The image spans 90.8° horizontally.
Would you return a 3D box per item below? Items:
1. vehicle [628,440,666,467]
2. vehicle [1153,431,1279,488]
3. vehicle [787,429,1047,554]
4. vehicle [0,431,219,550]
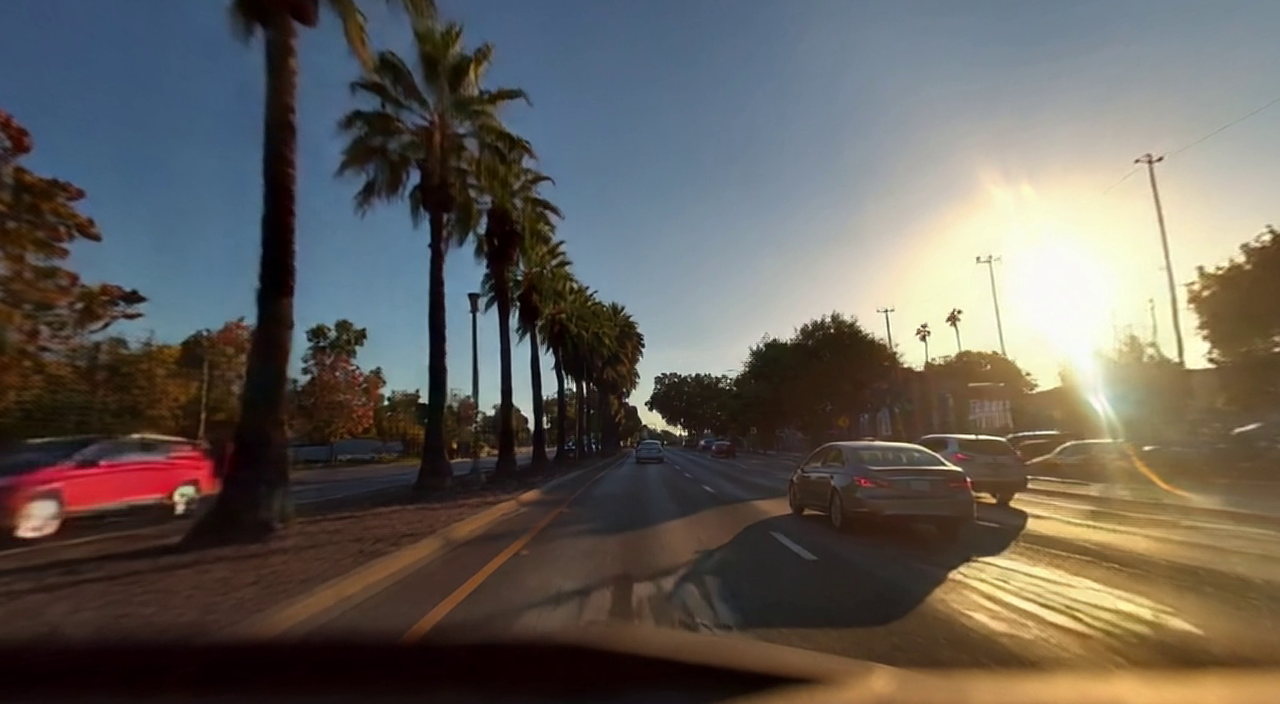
[{"bbox_3d":[0.342,5.818,36.441,2.031,1.444,4.361,0,-8,-2],"label":"vehicle"},{"bbox_3d":[21.667,3.876,23.080,1.945,1.838,4.603,0,-8,0],"label":"vehicle"},{"bbox_3d":[3.783,1.963,9.701,1.875,1.452,4.453,0,-8,-2],"label":"vehicle"},{"bbox_3d":[-10.660,2.442,11.853,2.238,1.766,4.710,-1,-8,0],"label":"vehicle"}]
